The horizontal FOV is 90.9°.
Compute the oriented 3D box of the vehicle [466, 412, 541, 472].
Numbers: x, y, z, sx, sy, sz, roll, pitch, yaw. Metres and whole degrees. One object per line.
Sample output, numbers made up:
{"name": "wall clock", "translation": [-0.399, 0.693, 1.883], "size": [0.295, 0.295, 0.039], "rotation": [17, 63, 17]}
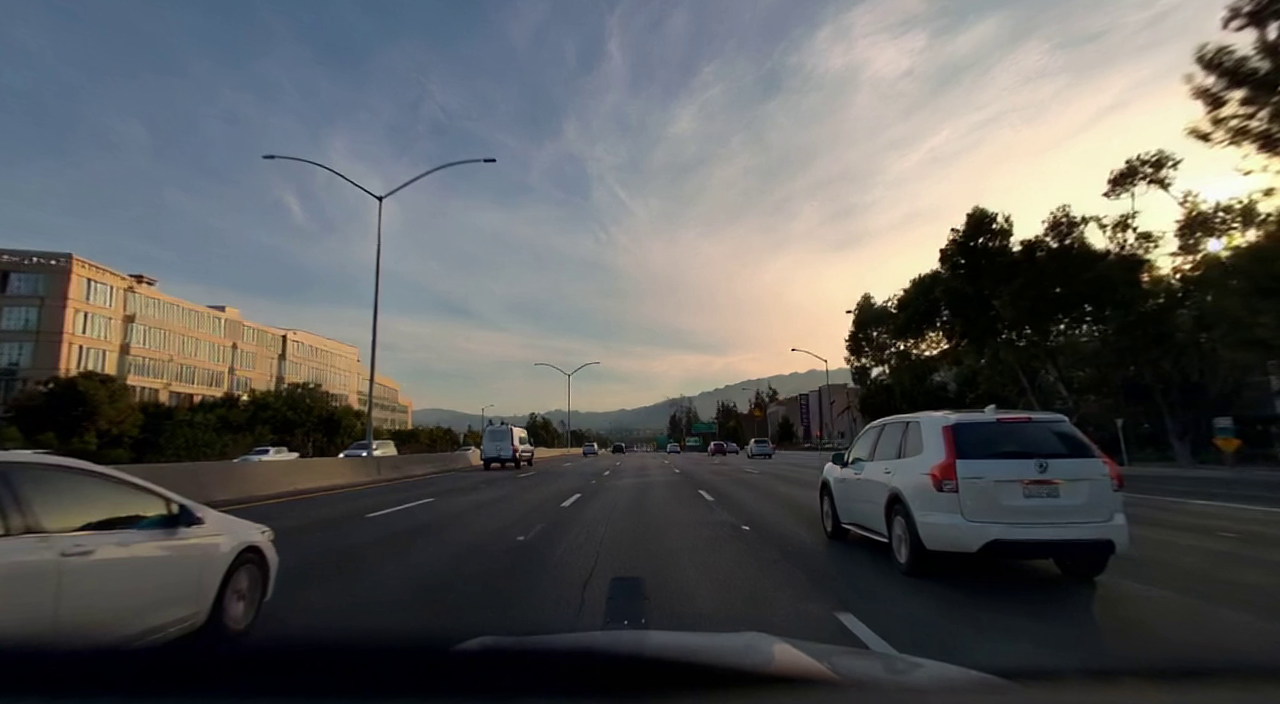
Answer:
{"name": "vehicle", "translation": [-6.969, 4.723, 33.067], "size": [2.362, 2.778, 6.630], "rotation": [0, -8, 0]}

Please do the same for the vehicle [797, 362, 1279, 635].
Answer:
{"name": "vehicle", "translation": [3.386, 1.348, 6.792], "size": [2.148, 1.852, 4.835], "rotation": [0, -8, 0]}

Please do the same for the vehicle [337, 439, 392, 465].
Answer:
{"name": "vehicle", "translation": [-15.705, 5.719, 36.106], "size": [1.520, 1.412, 3.458], "rotation": [0, -8, 1]}

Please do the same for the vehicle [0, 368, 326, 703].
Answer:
{"name": "vehicle", "translation": [-3.370, 0.825, 2.182], "size": [2.080, 1.542, 4.718], "rotation": [0, -8, 1]}
